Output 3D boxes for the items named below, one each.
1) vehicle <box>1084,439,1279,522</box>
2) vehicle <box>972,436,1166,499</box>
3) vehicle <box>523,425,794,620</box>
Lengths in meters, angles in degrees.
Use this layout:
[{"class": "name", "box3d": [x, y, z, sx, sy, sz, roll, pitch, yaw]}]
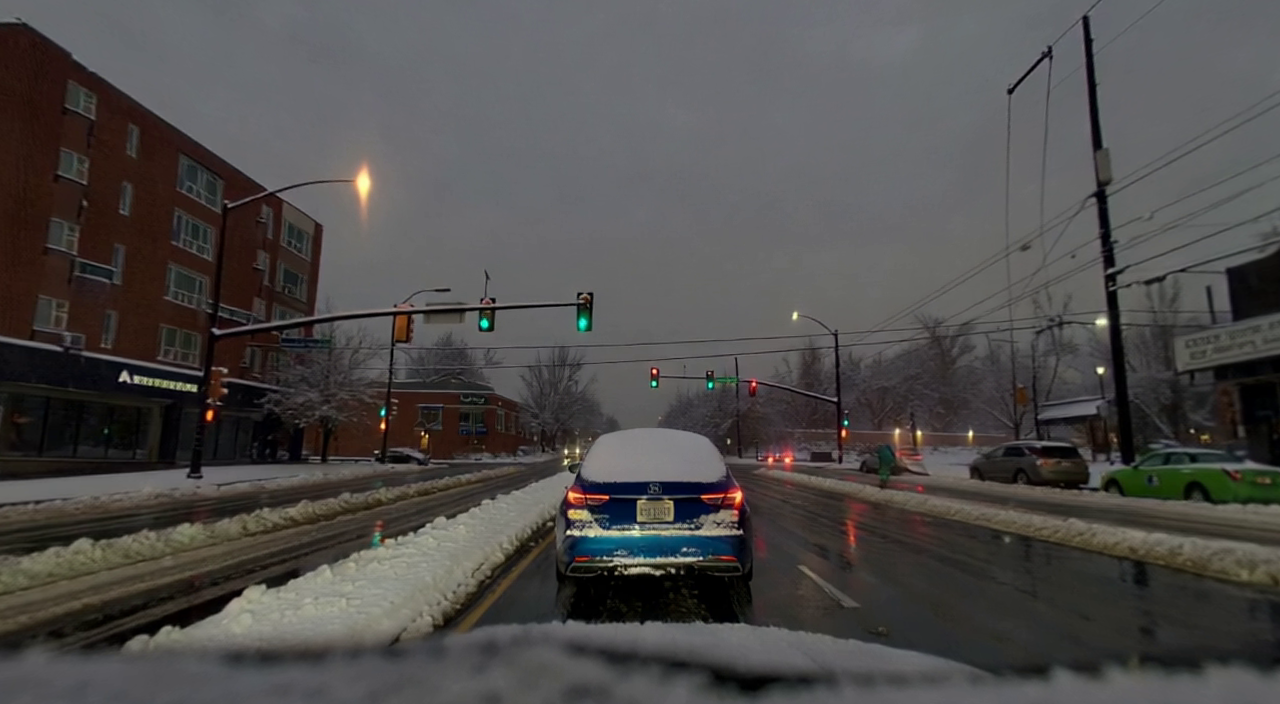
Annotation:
[{"class": "vehicle", "box3d": [14.189, 3.107, 15.951, 2.235, 1.721, 5.230, 0, -9, 1]}, {"class": "vehicle", "box3d": [14.066, 3.816, 21.371, 2.309, 1.819, 5.793, 1, -9, -3]}, {"class": "vehicle", "box3d": [0.133, 1.630, 7.013, 2.067, 1.471, 4.241, 0, -9, 0]}]
